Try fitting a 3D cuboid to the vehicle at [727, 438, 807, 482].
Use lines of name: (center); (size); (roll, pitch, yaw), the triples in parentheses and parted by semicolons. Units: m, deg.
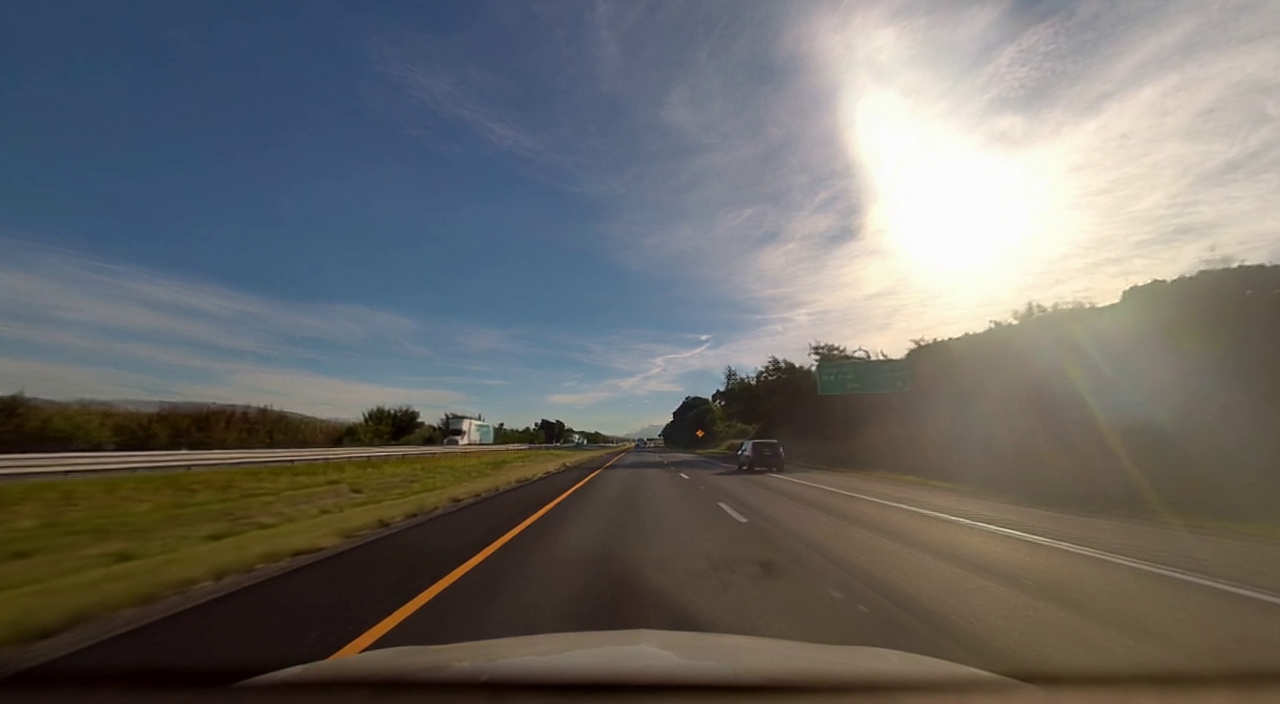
vehicle: (4.633, 4.010, 23.651); (2.012, 1.476, 4.256); (0, -8, -1)
